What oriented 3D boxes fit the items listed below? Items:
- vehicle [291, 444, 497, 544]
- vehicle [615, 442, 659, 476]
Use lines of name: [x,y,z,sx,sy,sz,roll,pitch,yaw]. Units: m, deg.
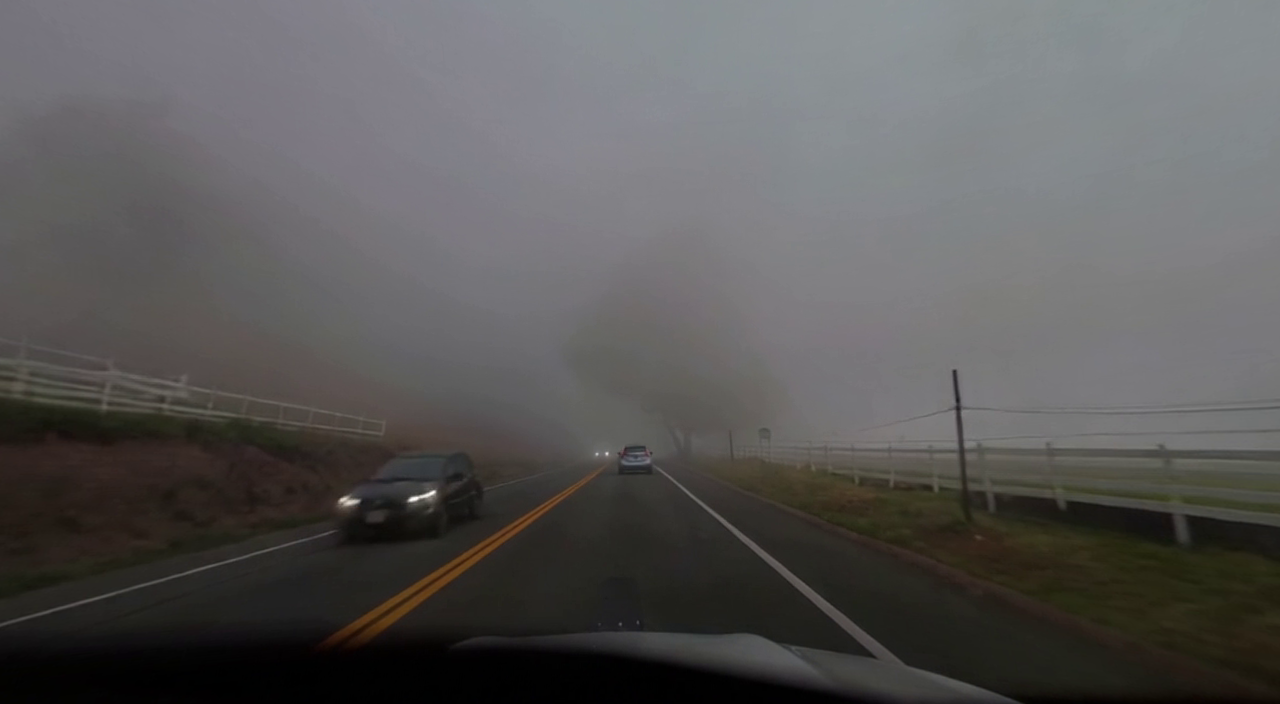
vehicle: [-4.423,2.601,12.373,2.107,1.534,4.752,0,-9,0]
vehicle: [-0.165,5.580,33.253,2.158,1.669,4.006,0,-9,0]
